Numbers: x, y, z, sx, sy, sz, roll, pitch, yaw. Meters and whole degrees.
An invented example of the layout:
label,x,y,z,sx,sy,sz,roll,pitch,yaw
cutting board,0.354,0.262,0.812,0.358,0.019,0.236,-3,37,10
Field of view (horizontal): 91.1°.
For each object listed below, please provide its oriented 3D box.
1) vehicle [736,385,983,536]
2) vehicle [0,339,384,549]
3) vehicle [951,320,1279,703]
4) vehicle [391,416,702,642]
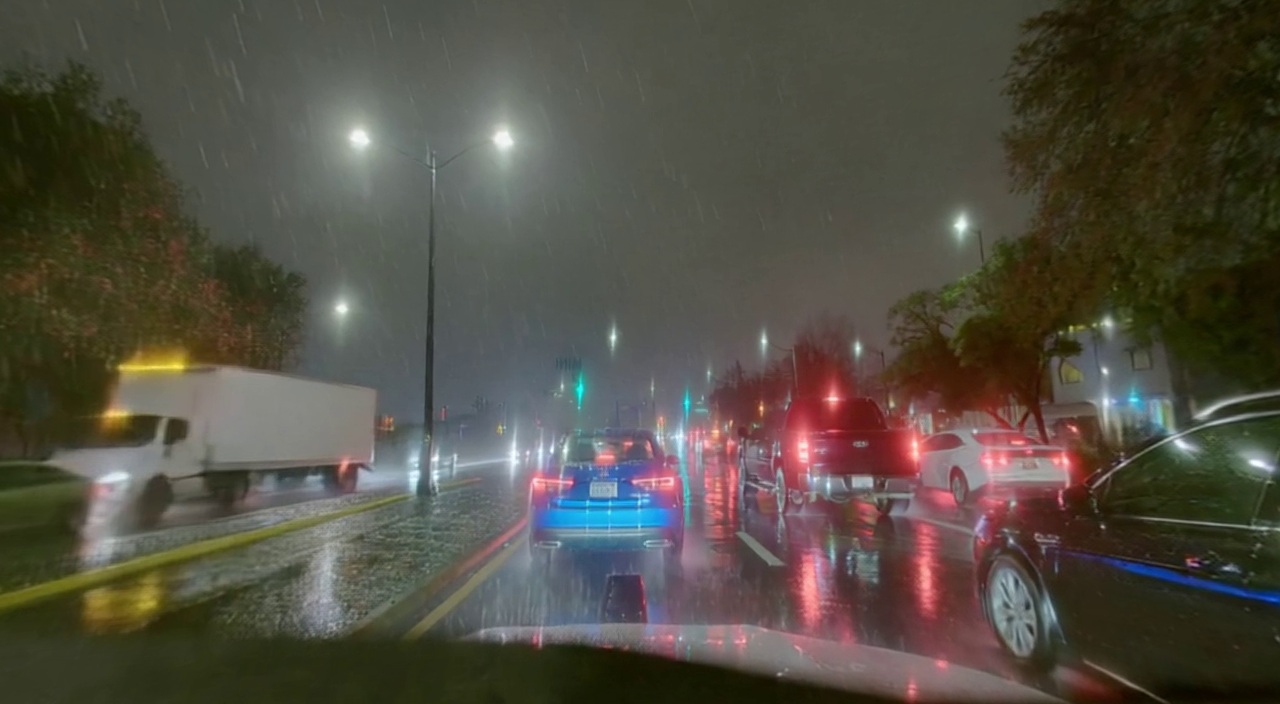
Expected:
label,x,y,z,sx,sy,sz,roll,pitch,yaw
vehicle,3.503,1.944,11.707,2.444,2.098,5.766,0,-8,-1
vehicle,-8.992,2.030,14.023,2.931,3.265,8.387,0,-9,0
vehicle,3.154,0.750,2.082,1.982,1.709,4.427,0,-9,1
vehicle,-0.586,1.500,6.334,2.111,1.506,4.018,0,-9,1
